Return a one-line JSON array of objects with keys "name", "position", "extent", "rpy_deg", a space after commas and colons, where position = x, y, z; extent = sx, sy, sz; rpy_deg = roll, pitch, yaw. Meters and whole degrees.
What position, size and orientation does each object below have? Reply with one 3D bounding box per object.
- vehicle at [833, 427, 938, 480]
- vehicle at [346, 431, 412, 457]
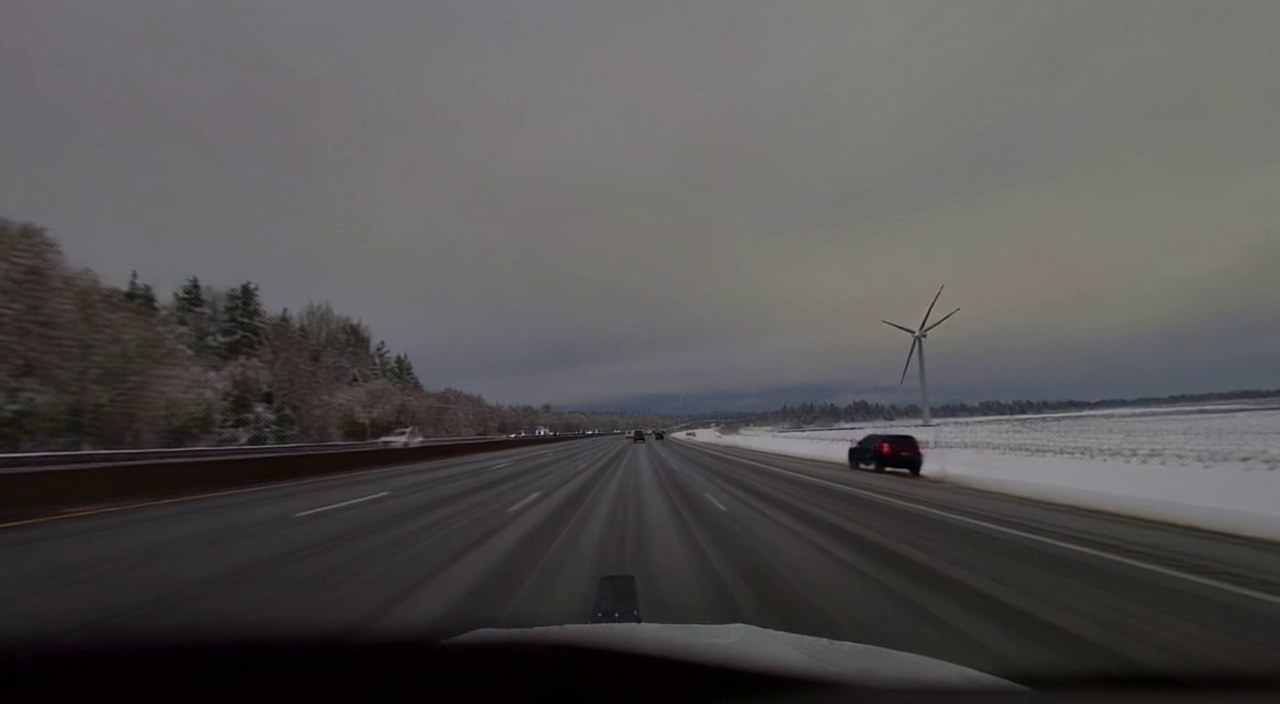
[{"name": "vehicle", "position": [7.849, 3.266, 20.414], "extent": [1.926, 1.559, 2.968], "rpy_deg": [1, -8, -6]}, {"name": "vehicle", "position": [-16.171, 5.707, 39.322], "extent": [2.122, 1.528, 4.581], "rpy_deg": [0, -8, 0]}]
